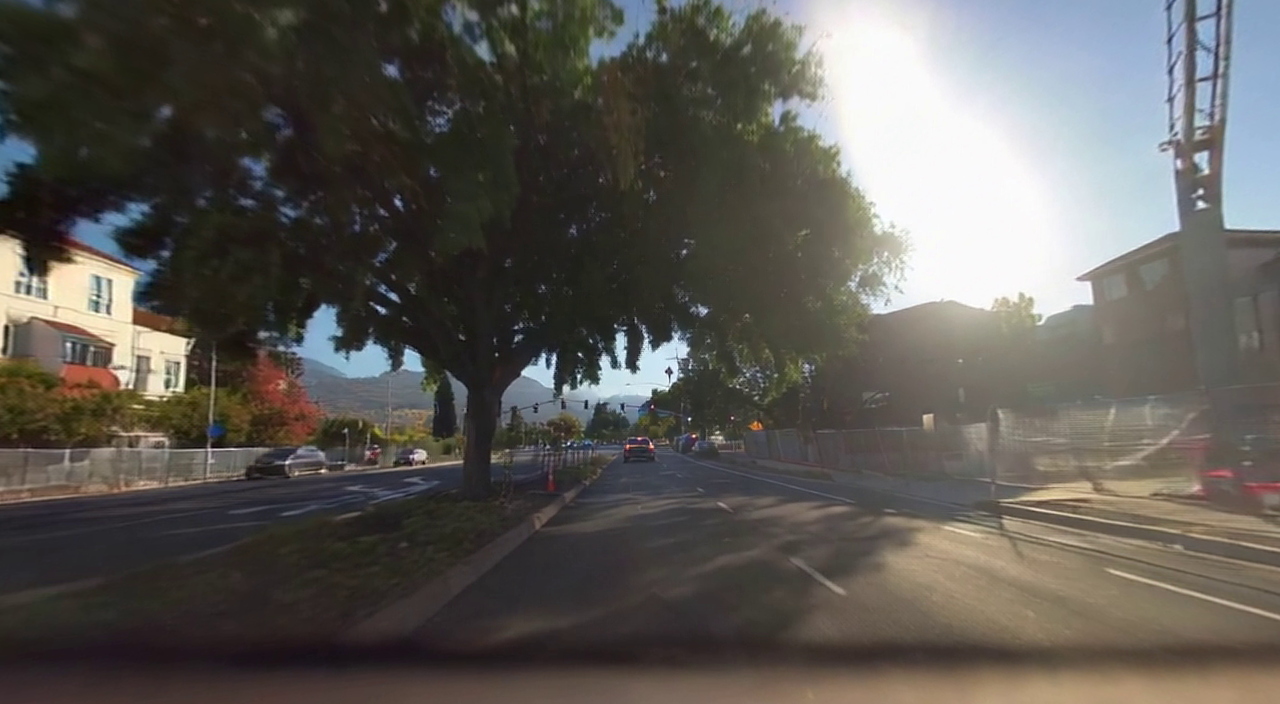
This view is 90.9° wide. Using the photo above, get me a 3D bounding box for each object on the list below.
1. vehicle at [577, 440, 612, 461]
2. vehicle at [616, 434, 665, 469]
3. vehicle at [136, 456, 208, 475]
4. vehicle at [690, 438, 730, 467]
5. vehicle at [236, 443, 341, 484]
[{"bbox_3d":[-3.270,7.186,46.223,2.189,1.441,4.350,0,-8,0],"label":"vehicle"},{"bbox_3d":[0.122,5.242,33.358,2.000,1.671,4.276,-1,-8,8],"label":"vehicle"},{"bbox_3d":[-37.042,8.989,49.902,4.335,1.426,1.719,-1,-8,2],"label":"vehicle"},{"bbox_3d":[3.757,5.392,33.973,1.974,1.490,4.231,-1,-8,6],"label":"vehicle"},{"bbox_3d":[-14.492,4.576,26.288,1.868,1.528,4.317,0,-8,0],"label":"vehicle"}]
